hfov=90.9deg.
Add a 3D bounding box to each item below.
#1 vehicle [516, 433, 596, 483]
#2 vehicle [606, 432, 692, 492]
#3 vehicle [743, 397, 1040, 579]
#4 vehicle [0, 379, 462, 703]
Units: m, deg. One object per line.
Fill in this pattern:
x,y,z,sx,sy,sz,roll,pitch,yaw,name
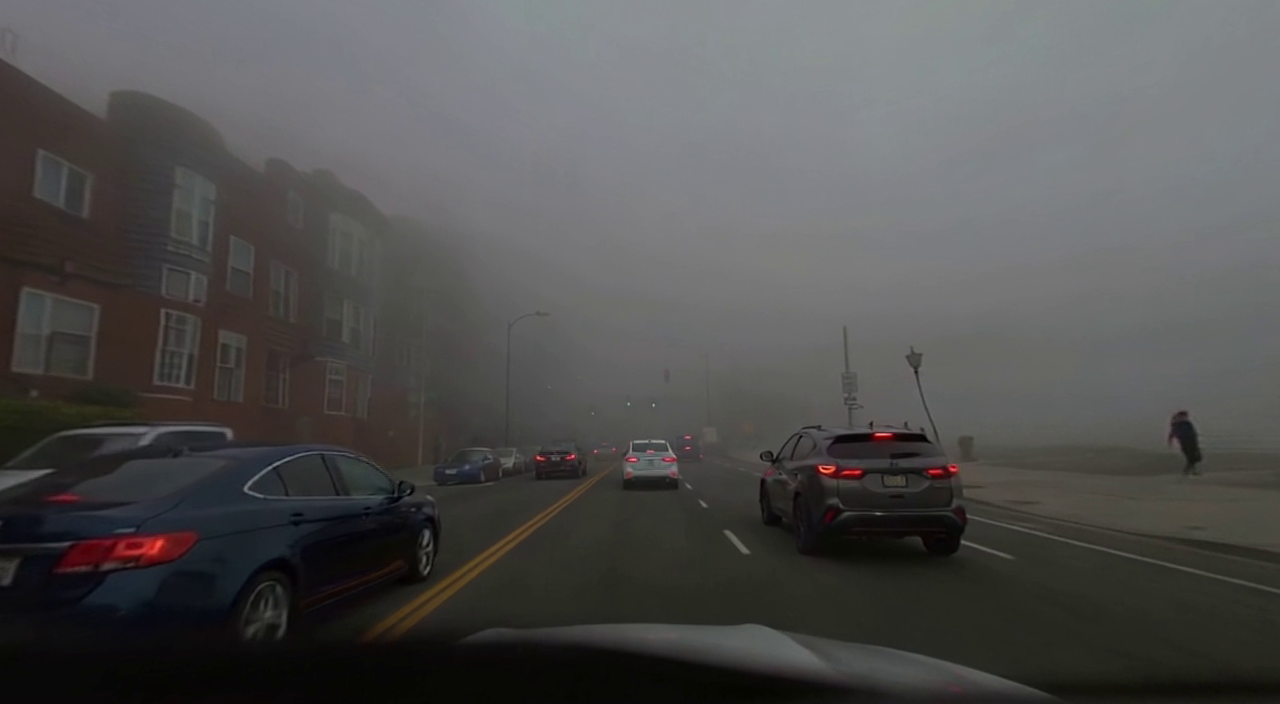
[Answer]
-2.737,3.595,21.672,2.019,1.507,4.643,0,-8,1,vehicle
0.193,3.058,17.903,2.139,1.466,4.373,0,-8,-1,vehicle
2.752,1.617,8.258,2.094,1.709,4.394,0,-8,1,vehicle
-3.047,1.225,4.873,2.085,1.619,3.976,0,-8,1,vehicle
